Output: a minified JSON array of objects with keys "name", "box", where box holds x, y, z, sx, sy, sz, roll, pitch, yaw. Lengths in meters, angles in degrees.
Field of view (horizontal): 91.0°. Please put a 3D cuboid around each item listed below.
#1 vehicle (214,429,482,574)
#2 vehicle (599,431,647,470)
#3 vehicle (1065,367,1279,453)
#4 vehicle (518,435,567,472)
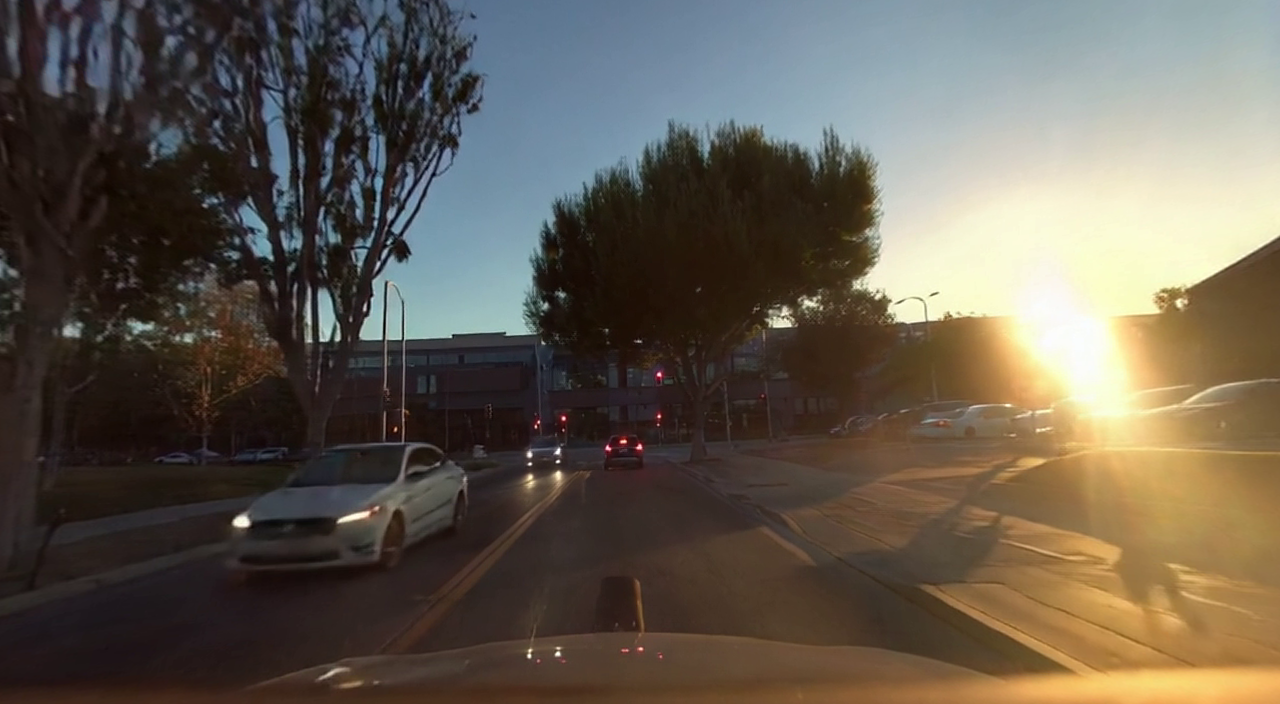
[{"name":"vehicle","box":[-3.580,1.855,8.562,1.973,1.512,3.524,0,-8,-1]},{"name":"vehicle","box":[-0.754,4.599,29.620,2.142,1.686,3.816,0,-8,0]},{"name":"vehicle","box":[11.960,1.200,13.289,4.349,1.462,1.982,-5,-7,7]},{"name":"vehicle","box":[-4.633,4.864,30.347,2.057,1.613,4.062,0,-8,-5]}]
